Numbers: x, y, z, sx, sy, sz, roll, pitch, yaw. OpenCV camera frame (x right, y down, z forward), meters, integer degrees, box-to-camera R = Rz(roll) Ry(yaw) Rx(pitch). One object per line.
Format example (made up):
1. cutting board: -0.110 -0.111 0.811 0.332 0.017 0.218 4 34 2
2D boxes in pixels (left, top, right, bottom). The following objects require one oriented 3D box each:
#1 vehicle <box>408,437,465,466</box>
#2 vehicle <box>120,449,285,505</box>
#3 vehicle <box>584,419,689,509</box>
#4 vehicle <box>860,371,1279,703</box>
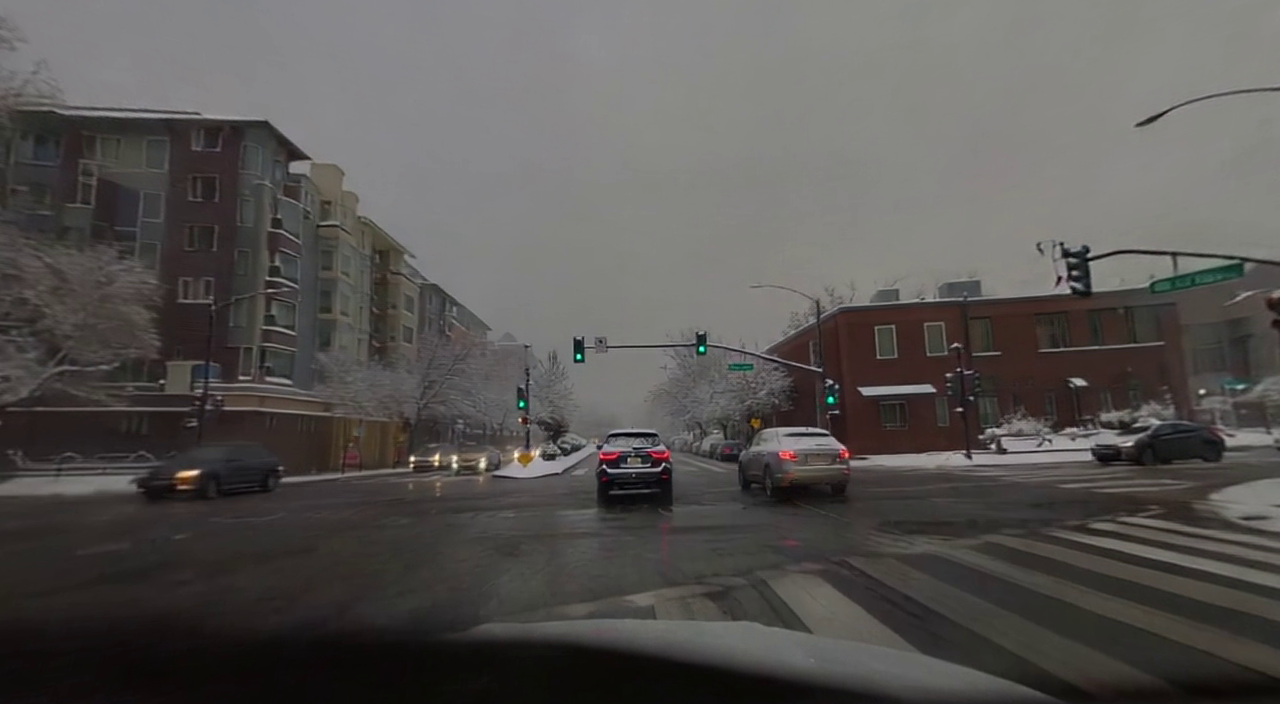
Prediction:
1. vehicle: -13.034 6.366 40.777 1.964 1.712 5.236 0 -8 0
2. vehicle: -13.288 3.778 19.613 1.943 1.487 4.472 0 -8 -1
3. vehicle: -0.029 2.753 16.009 2.206 1.858 5.332 -1 -8 1
4. vehicle: 3.171 1.157 4.174 1.906 1.608 4.137 0 -8 0
